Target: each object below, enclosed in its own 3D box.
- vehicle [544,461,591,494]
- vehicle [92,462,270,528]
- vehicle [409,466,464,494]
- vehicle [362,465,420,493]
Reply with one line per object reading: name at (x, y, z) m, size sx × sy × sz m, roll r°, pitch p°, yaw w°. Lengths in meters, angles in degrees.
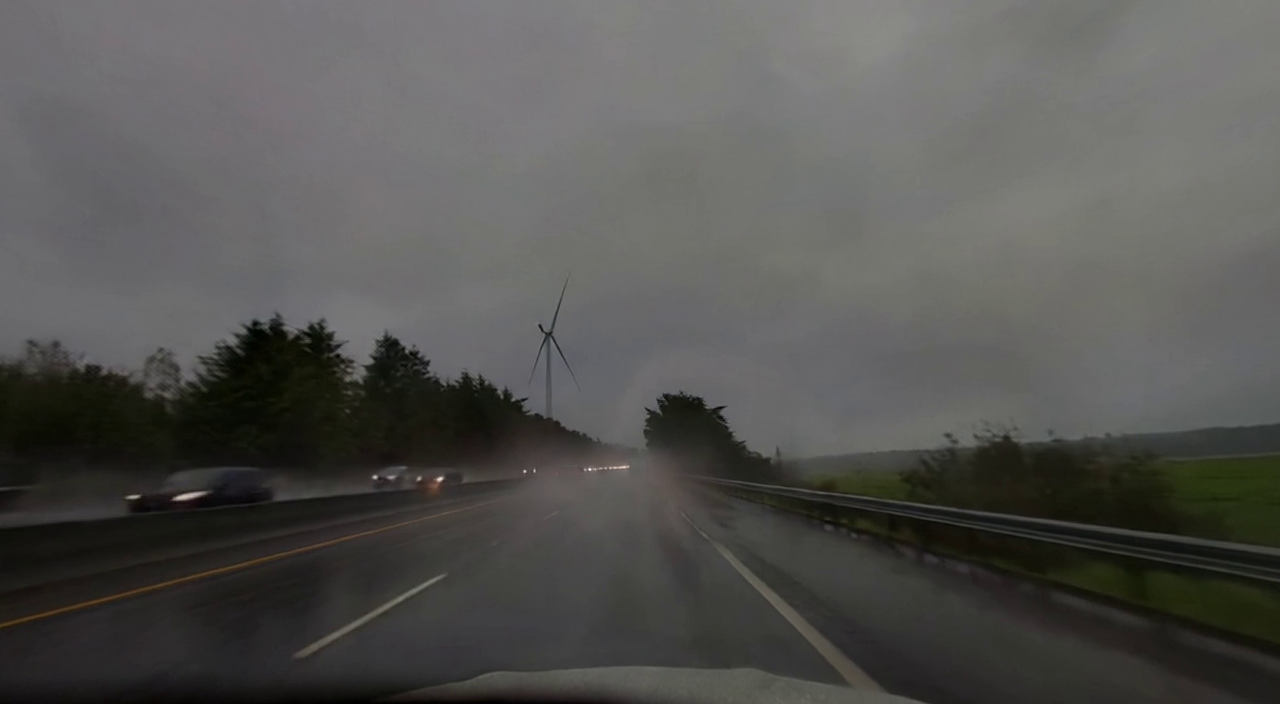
vehicle at (-4.059, 7.146, 36.086) m, size 2.124 × 1.705 × 4.440 m, roll 1°, pitch -11°, yaw 1°
vehicle at (-12.590, 3.928, 17.692) m, size 1.844 × 1.561 × 4.103 m, roll 1°, pitch -11°, yaw 0°
vehicle at (-12.656, 7.991, 39.511) m, size 1.945 × 1.614 × 4.213 m, roll 1°, pitch -11°, yaw 1°
vehicle at (-16.866, 8.654, 43.003) m, size 2.030 × 1.723 × 4.670 m, roll 1°, pitch -11°, yaw 0°
